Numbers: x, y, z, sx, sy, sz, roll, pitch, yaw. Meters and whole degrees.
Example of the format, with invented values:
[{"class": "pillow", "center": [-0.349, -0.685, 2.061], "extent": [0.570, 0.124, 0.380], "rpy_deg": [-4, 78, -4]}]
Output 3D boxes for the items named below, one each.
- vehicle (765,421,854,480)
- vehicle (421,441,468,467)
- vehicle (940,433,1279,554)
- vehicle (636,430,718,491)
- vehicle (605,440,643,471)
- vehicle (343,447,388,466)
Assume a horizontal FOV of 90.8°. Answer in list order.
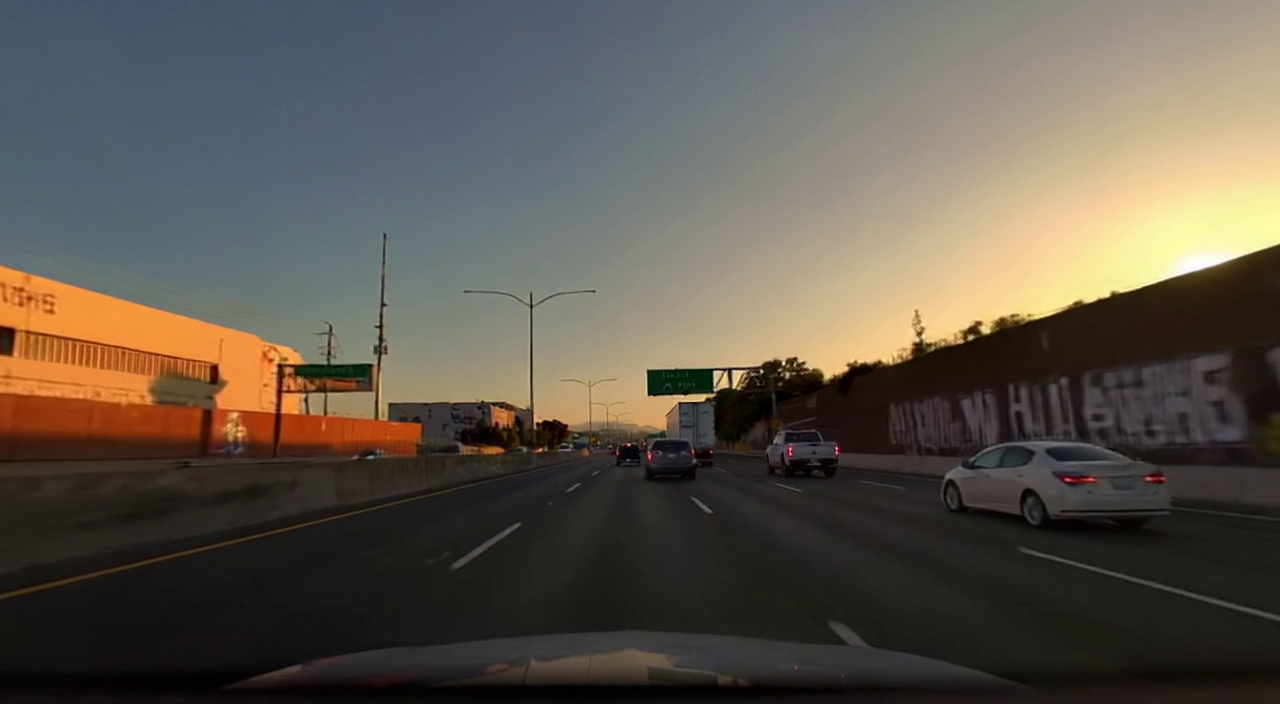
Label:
[{"class": "vehicle", "center": [7.522, 4.489, 28.927], "extent": [2.322, 2.360, 6.433], "rpy_deg": [0, -9, 0]}, {"class": "vehicle", "center": [-10.825, 5.668, 35.189], "extent": [1.610, 1.395, 3.344], "rpy_deg": [0, -9, -1]}, {"class": "vehicle", "center": [6.994, 2.108, 10.201], "extent": [1.915, 1.476, 4.677], "rpy_deg": [0, -9, -1]}, {"class": "vehicle", "center": [1.113, 3.706, 21.923], "extent": [2.249, 1.843, 5.176], "rpy_deg": [0, -9, -3]}, {"class": "vehicle", "center": [-0.905, 5.936, 36.251], "extent": [2.073, 1.640, 3.990], "rpy_deg": [0, -9, -1]}, {"class": "vehicle", "center": [-21.351, 8.140, 49.278], "extent": [1.816, 1.433, 3.861], "rpy_deg": [0, -9, -1]}]
